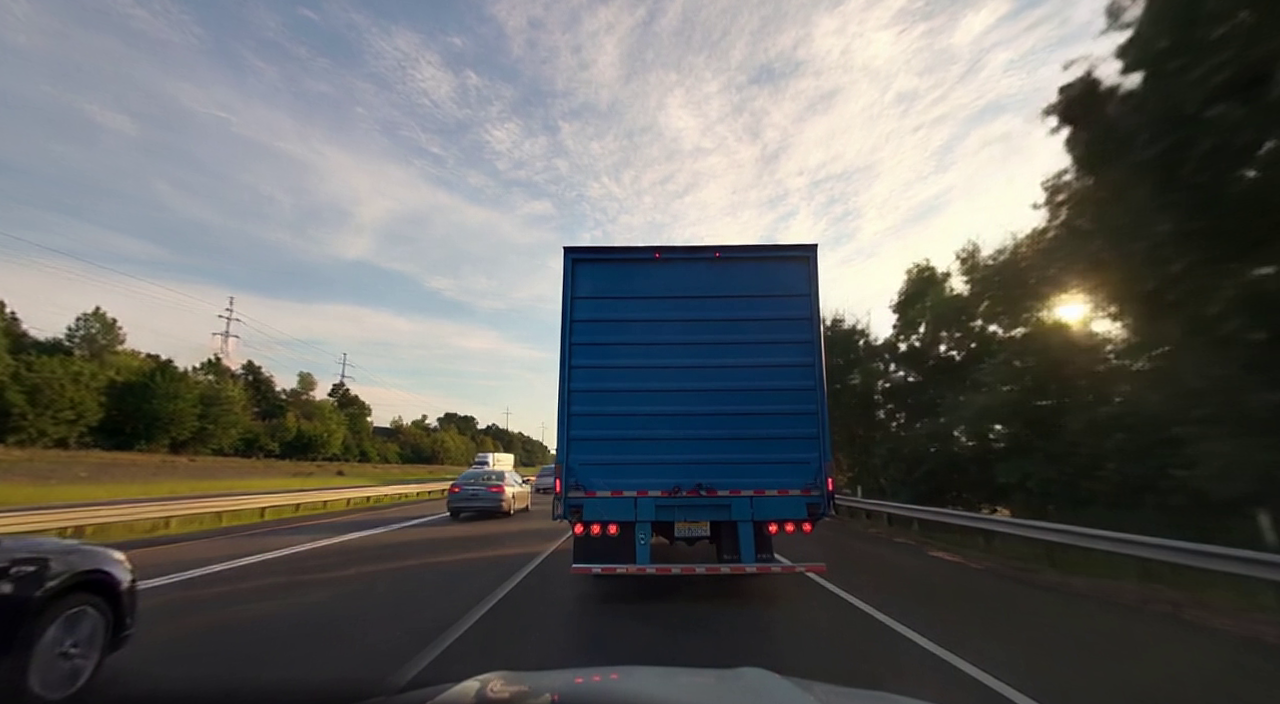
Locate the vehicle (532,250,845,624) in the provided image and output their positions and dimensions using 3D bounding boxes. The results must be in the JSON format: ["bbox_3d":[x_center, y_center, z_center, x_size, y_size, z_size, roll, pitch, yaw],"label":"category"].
[{"bbox_3d":[0.596,1.506,10.299,2.831,3.529,8.689,0,-11,2],"label":"vehicle"}]

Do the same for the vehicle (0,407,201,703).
[{"bbox_3d":[-3.965,0.813,1.668,1.983,1.575,4.973,1,-11,0],"label":"vehicle"}]

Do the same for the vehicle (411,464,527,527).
[{"bbox_3d":[-4.507,3.864,17.361,1.891,1.469,4.431,1,-11,0],"label":"vehicle"}]
